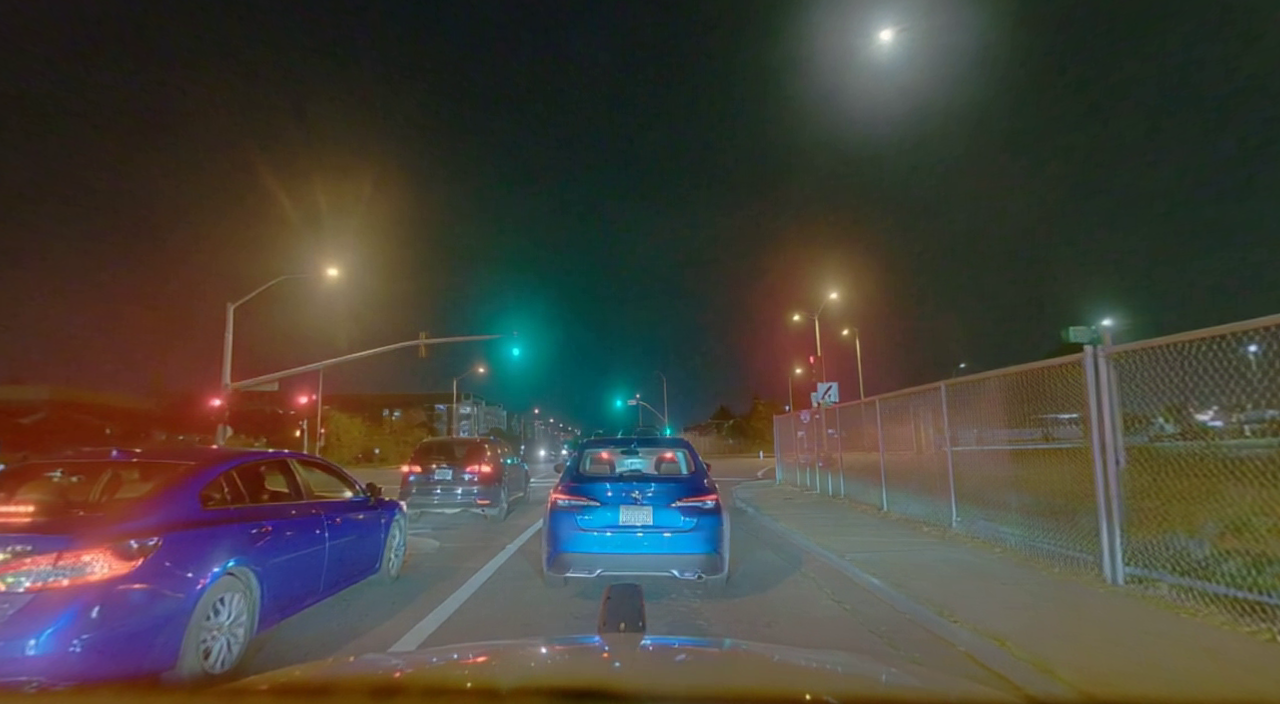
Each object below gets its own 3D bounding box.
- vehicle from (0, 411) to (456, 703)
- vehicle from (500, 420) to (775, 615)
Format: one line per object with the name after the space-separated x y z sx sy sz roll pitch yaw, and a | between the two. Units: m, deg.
-3.201 1.347 5.027 1.971 1.488 4.581 0 -9 1 | vehicle
-0.016 1.601 7.012 2.144 1.514 4.063 0 -9 0 | vehicle
